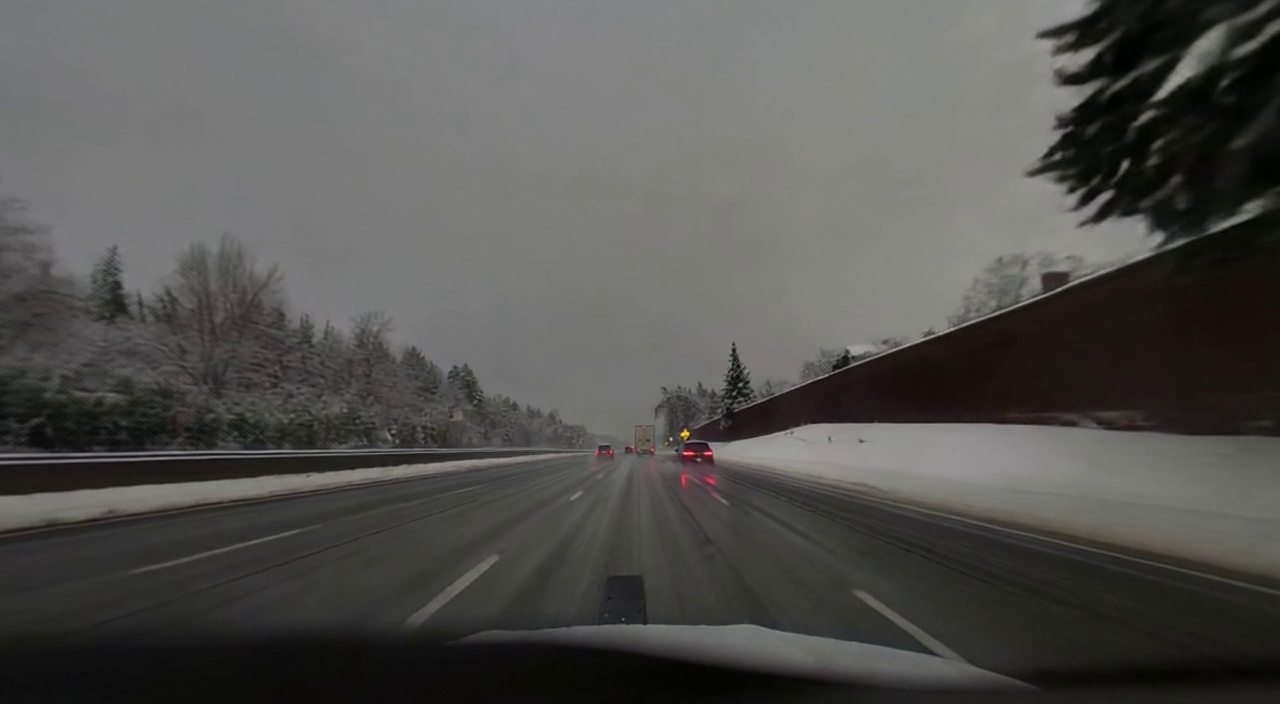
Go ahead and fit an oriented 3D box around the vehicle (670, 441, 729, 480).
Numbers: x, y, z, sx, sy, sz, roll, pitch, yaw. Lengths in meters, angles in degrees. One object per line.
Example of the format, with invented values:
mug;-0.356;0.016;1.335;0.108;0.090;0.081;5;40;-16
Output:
vehicle;2.456;4.610;27.052;1.973;1.536;4.337;0;-9;-2
